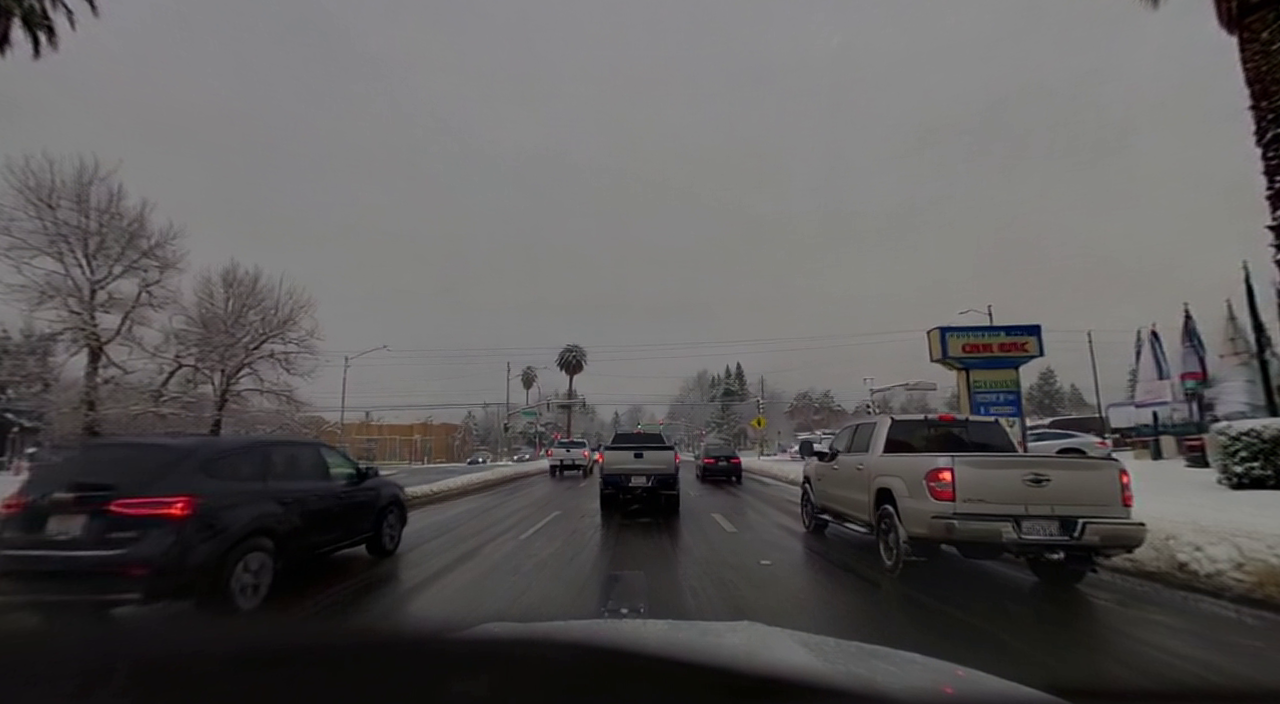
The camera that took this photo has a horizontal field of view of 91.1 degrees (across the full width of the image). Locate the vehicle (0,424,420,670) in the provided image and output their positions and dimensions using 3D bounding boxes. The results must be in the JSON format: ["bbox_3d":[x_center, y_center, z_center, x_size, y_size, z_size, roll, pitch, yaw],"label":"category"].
[{"bbox_3d":[-4.088,1.561,6.314,1.983,1.502,4.720,0,-8,1],"label":"vehicle"}]

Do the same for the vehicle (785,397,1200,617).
[{"bbox_3d":[3.597,1.702,8.086,2.120,1.828,5.531,0,-8,0],"label":"vehicle"}]

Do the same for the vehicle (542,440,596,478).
[{"bbox_3d":[-3.574,5.509,32.511,2.071,1.811,4.605,0,-8,2],"label":"vehicle"}]

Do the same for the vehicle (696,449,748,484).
[{"bbox_3d":[3.648,5.153,28.521,1.901,1.401,3.965,0,-8,1],"label":"vehicle"}]

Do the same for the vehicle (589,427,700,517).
[{"bbox_3d":[0.140,2.882,15.747,2.295,1.835,5.471,0,-8,1],"label":"vehicle"}]
